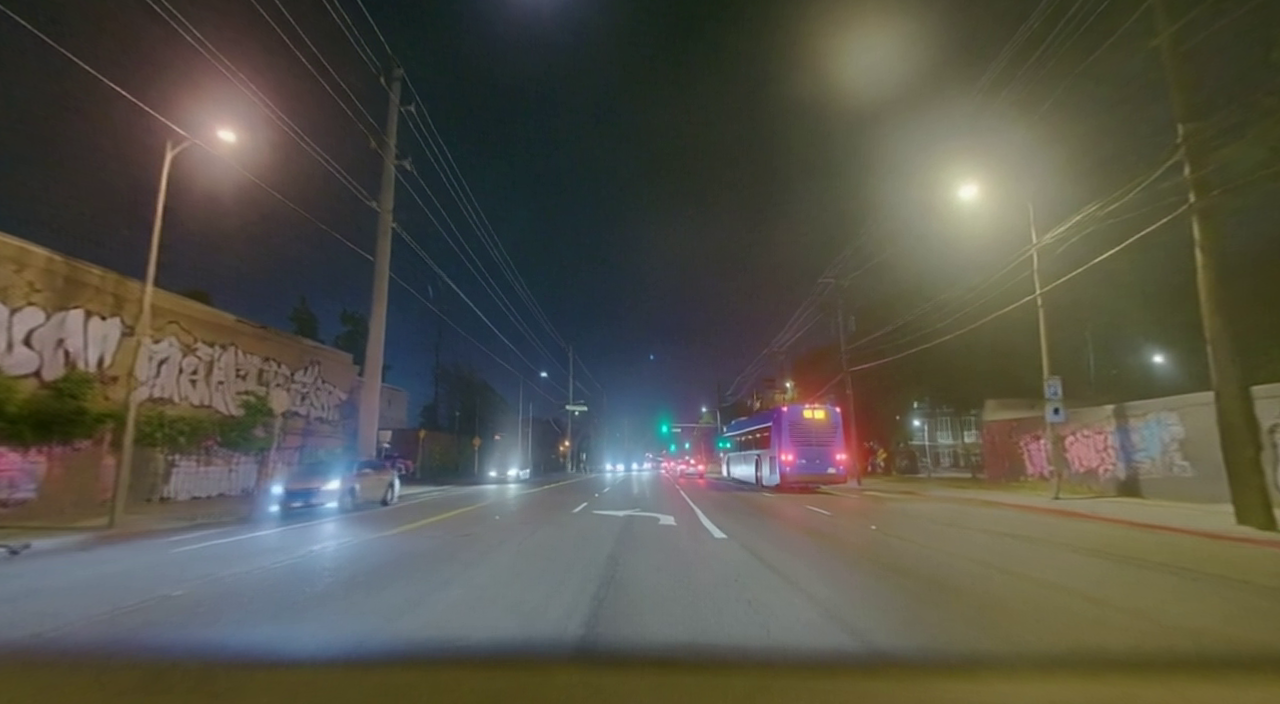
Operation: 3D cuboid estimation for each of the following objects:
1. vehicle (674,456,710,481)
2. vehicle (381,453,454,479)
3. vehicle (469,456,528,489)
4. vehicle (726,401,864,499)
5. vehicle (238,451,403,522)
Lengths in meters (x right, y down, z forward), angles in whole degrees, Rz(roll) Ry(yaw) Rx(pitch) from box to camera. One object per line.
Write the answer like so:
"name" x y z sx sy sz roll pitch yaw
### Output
"vehicle" 3.342 7.531 41.053 1.961 1.470 4.196 0 -8 0
"vehicle" -16.926 8.663 48.247 4.707 1.825 2.207 1 -8 3
"vehicle" -7.973 6.786 35.934 2.017 1.659 4.405 -1 -8 5
"vehicle" 6.316 4.367 28.631 3.045 3.447 12.604 0 -8 0
"vehicle" -8.744 3.684 17.889 2.011 1.672 4.637 -1 -8 3
